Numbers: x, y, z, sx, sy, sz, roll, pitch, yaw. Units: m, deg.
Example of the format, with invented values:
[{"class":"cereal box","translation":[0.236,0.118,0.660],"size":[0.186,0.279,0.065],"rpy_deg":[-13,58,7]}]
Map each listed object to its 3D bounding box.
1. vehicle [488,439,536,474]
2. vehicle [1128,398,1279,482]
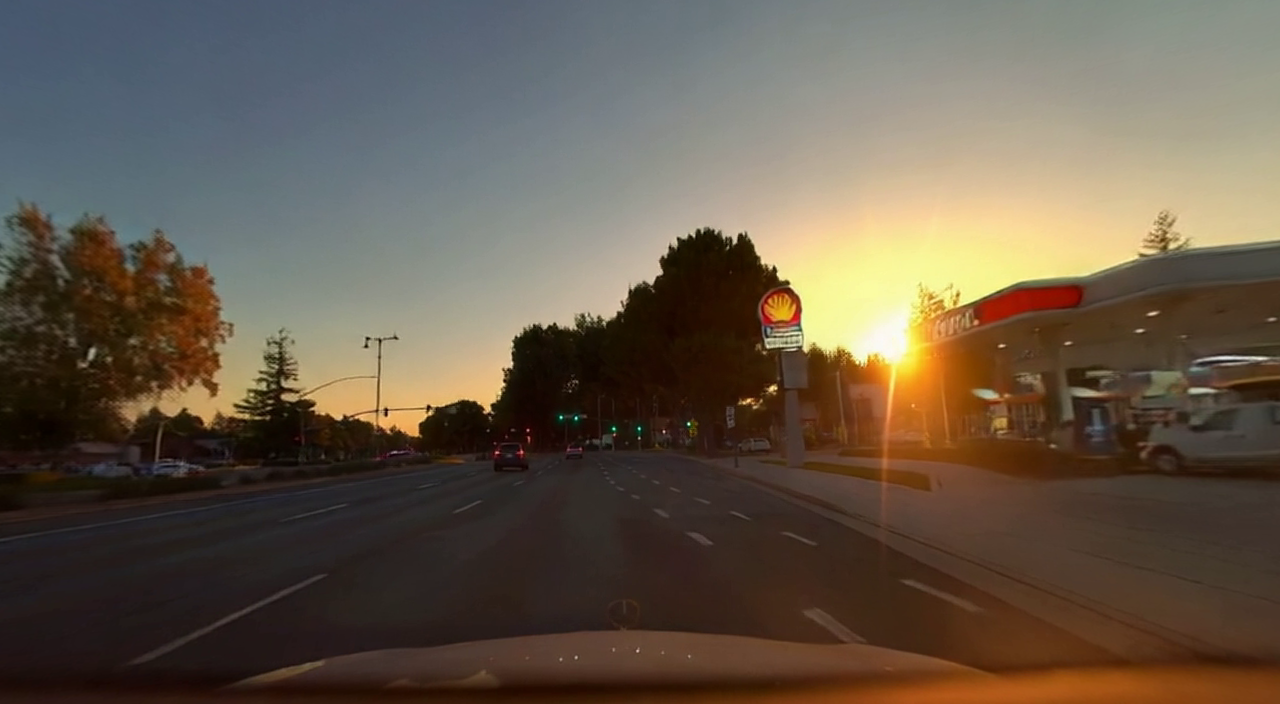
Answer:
[{"class":"vehicle","translation":[-6.998,5.755,34.954],"size":[1.985,1.772,4.479],"rpy_deg":[0,-9,-3]},{"class":"vehicle","translation":[13.934,2.014,14.456],"size":[3.991,1.756,1.827],"rpy_deg":[0,-9,-3]}]
